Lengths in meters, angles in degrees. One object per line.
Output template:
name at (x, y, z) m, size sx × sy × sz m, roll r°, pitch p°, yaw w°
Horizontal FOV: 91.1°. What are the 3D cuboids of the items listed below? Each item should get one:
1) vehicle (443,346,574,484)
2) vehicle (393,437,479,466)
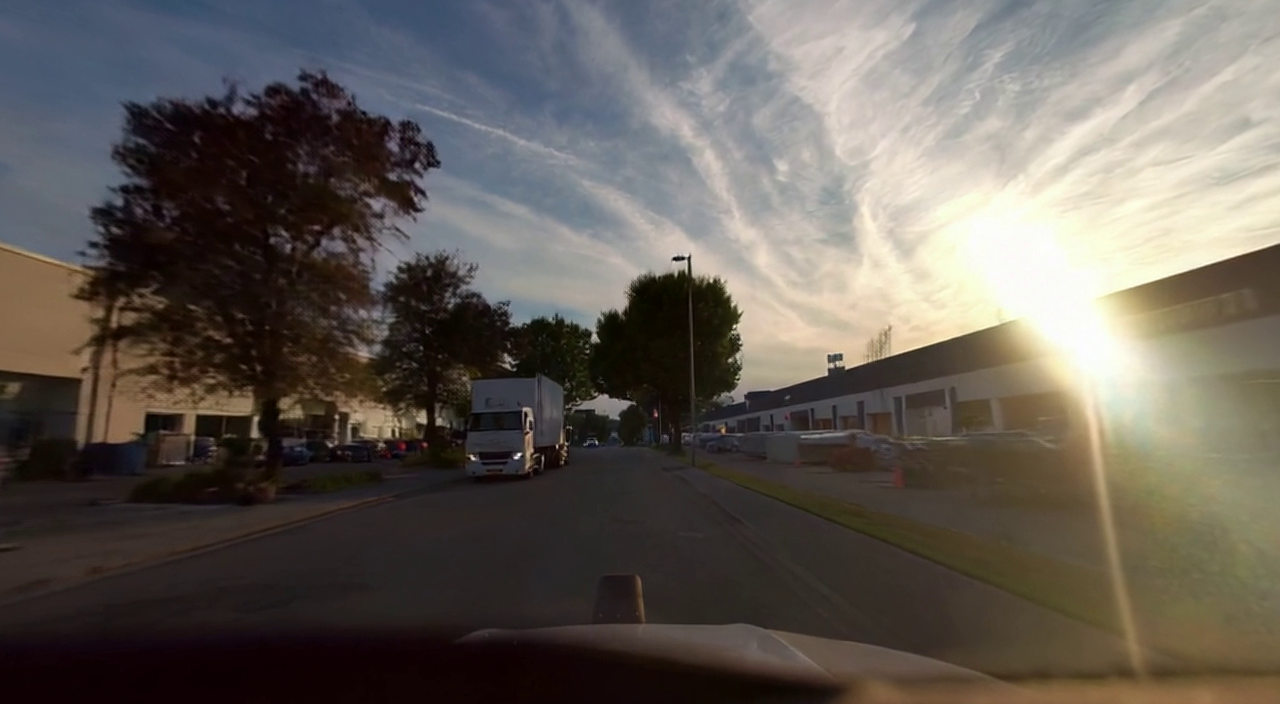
vehicle at (-5.325, 3.064, 29.263) m, size 2.976 × 4.754 × 15.127 m, roll 0°, pitch -7°, yaw 0°
vehicle at (-10.613, 5.202, 32.892) m, size 3.893 × 1.413 × 1.625 m, roll 0°, pitch -9°, yaw -1°
